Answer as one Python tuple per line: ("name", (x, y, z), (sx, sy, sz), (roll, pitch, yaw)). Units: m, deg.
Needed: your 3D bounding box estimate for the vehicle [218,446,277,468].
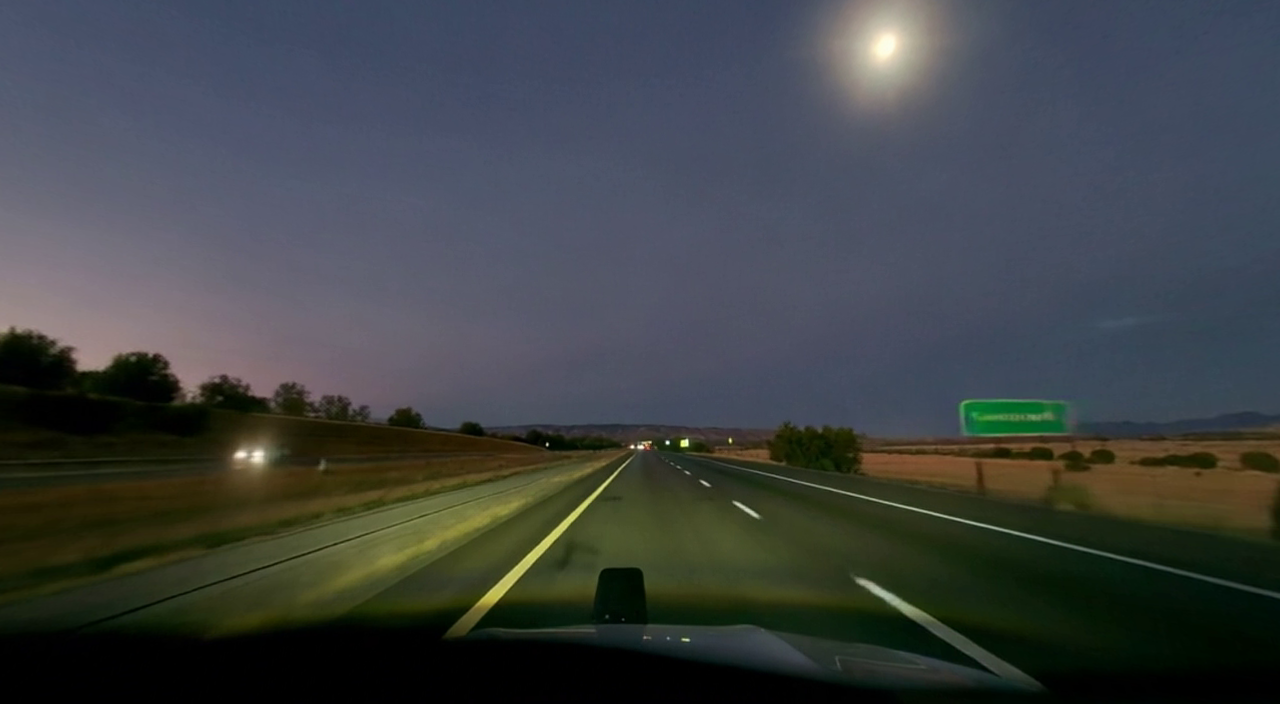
("vehicle", (-28.142, 7.505, 45.104), (1.776, 1.458, 3.680), (0, -8, 1))
